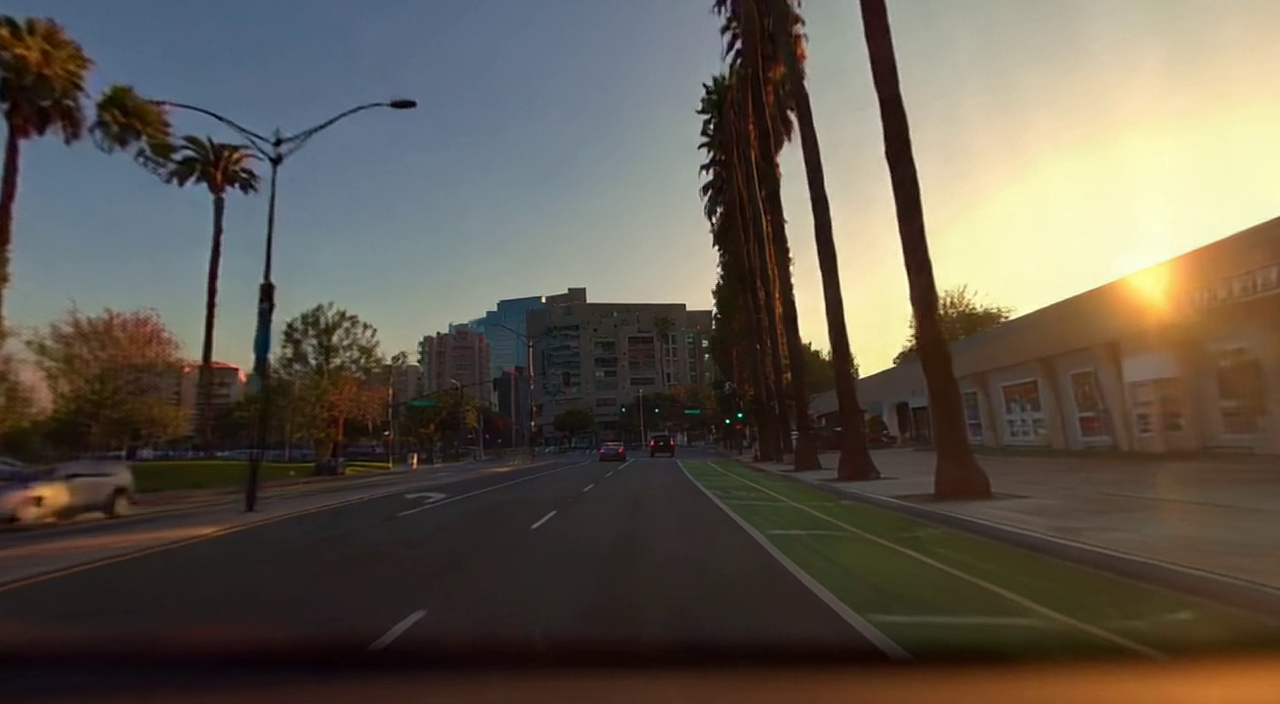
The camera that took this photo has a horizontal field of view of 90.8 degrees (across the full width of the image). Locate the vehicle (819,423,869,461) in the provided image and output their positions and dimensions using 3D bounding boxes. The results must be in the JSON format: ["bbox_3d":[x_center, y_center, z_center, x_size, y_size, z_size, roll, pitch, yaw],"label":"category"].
[{"bbox_3d":[12.777,5.672,39.893,1.996,2.172,5.298,-1,-8,7],"label":"vehicle"}]

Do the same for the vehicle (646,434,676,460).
[{"bbox_3d":[1.639,7.340,48.895,2.206,1.922,4.262,-1,-9,2],"label":"vehicle"}]

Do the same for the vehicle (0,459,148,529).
[{"bbox_3d":[-18.262,4.208,19.237,2.178,1.779,5.406,0,-9,0],"label":"vehicle"}]

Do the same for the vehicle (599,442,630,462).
[{"bbox_3d":[-1.909,7.611,48.276,1.969,1.481,3.868,-1,-9,3],"label":"vehicle"}]
